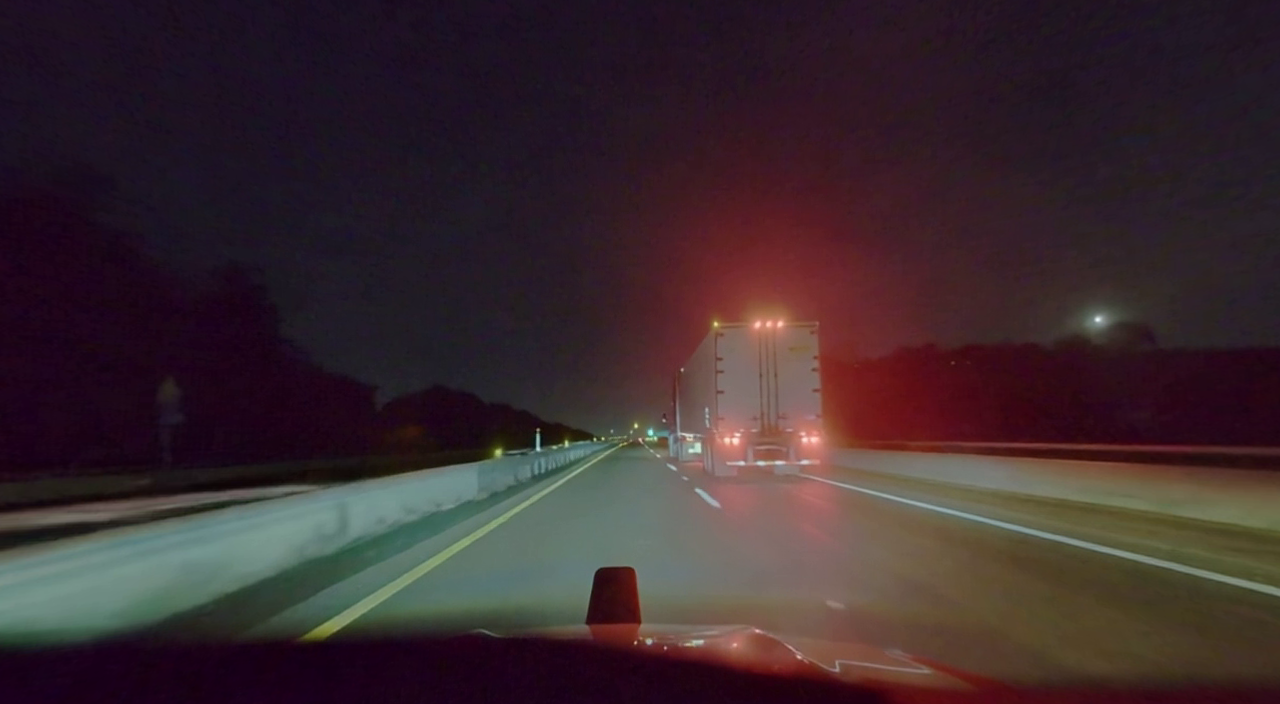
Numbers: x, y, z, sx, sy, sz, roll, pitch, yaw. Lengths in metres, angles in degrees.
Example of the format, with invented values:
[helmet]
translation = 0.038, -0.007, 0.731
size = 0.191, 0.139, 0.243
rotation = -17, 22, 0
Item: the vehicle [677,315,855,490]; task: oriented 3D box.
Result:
[vehicle]
translation = 3.276, 2.037, 21.315
size = 2.924, 4.024, 13.639
rotation = 0, -8, -1
